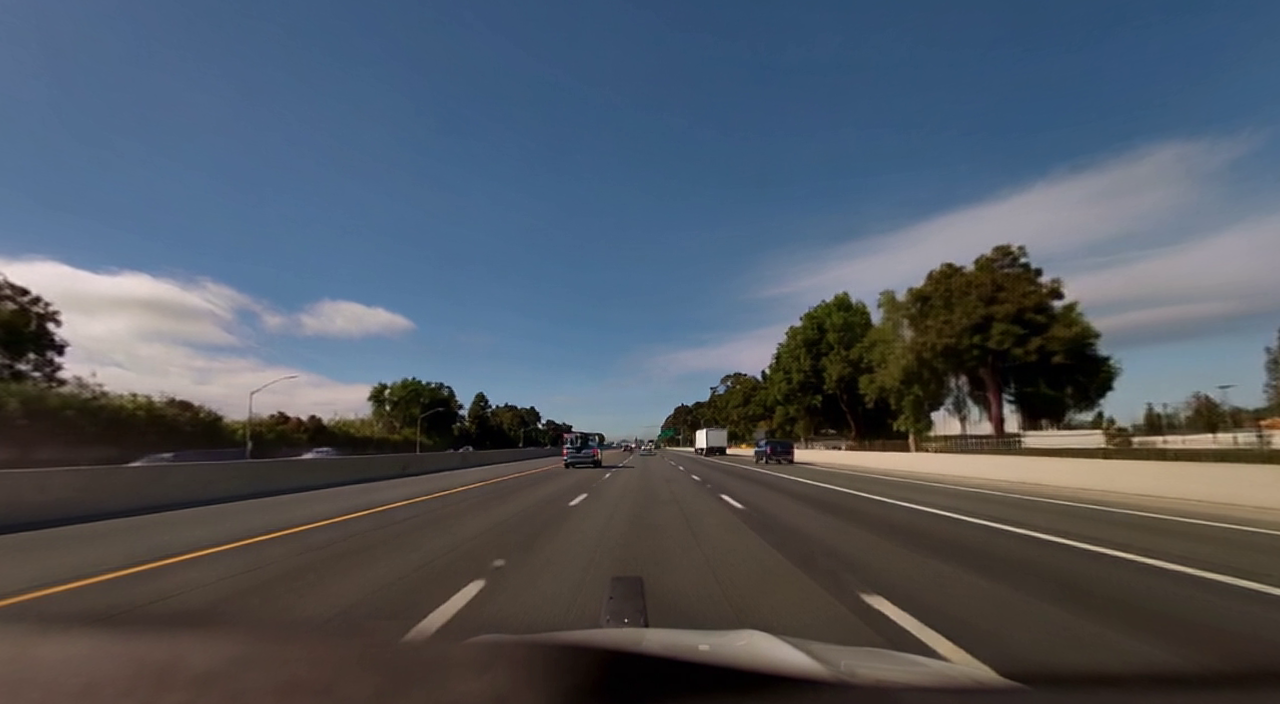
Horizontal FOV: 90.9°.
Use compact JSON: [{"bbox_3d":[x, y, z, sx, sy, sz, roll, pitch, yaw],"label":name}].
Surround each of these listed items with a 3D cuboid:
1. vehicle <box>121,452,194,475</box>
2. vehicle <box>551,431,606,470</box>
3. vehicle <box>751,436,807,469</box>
[{"bbox_3d":[-35.375,8.169,46.350,1.798,1.499,4.543,0,-8,-1],"label":"vehicle"},{"bbox_3d":[-3.313,5.453,35.104,2.453,1.952,5.320,0,-8,1],"label":"vehicle"},{"bbox_3d":[7.625,5.542,34.950,2.063,1.706,4.259,0,-8,-1],"label":"vehicle"}]
